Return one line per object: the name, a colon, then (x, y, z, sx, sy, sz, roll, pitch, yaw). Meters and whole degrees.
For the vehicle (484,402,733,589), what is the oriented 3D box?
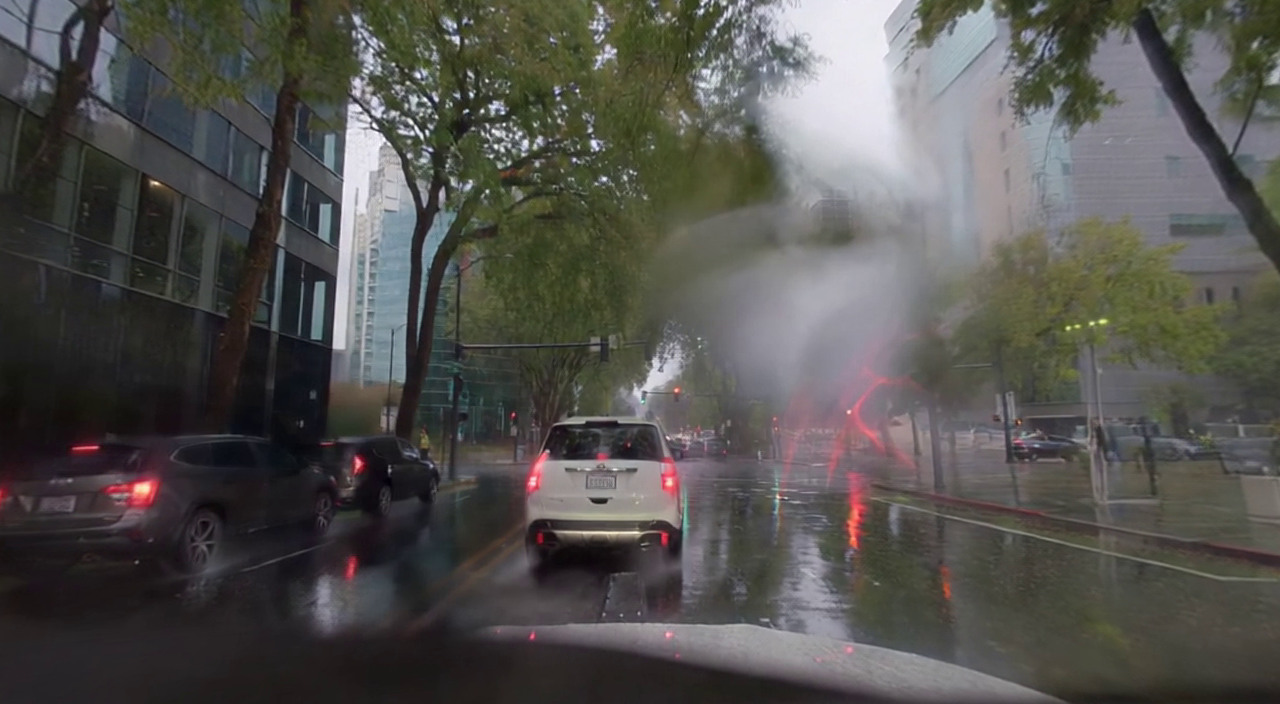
vehicle: (-0.266, 1.599, 7.788, 2.258, 1.687, 3.934, 0, -9, 1)

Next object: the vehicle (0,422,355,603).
vehicle: (-5.742, 1.853, 8.278, 1.904, 1.684, 4.529, 0, -9, -1)

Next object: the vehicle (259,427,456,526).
vehicle: (-5.871, 2.635, 13.963, 2.077, 1.791, 4.751, 0, -9, 1)
